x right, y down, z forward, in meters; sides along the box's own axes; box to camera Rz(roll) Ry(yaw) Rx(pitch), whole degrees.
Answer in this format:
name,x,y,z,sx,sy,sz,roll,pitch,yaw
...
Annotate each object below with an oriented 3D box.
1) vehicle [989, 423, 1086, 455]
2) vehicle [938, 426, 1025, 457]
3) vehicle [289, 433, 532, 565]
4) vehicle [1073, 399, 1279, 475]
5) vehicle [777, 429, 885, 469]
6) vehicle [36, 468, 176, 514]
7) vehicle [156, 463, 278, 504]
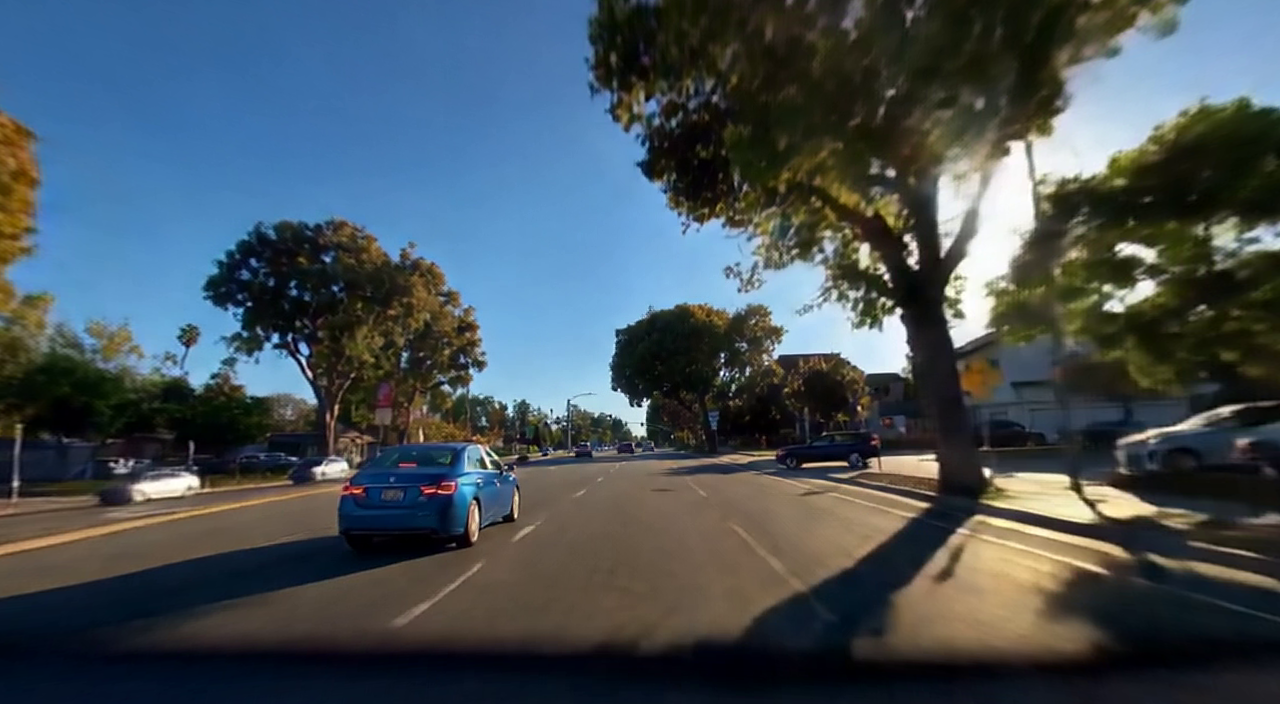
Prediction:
name,x,y,z,sx,sy,sz,roll,pitch,yaw
vehicle,20.137,4.489,32.215,1.857,1.471,4.717,0,-9,-1
vehicle,17.382,4.605,32.327,1.966,1.451,4.297,0,-9,-1
vehicle,-3.015,2.023,9.487,1.924,1.480,4.421,-1,-9,1
vehicle,13.092,1.989,14.755,4.349,1.615,2.068,0,-8,0
vehicle,8.716,4.490,29.165,4.511,1.720,2.131,-2,-8,11
vehicle,-21.594,5.605,25.790,1.820,1.423,4.577,-3,-9,-1
vehicle,-17.748,5.515,26.801,1.832,1.408,4.799,0,-9,1
